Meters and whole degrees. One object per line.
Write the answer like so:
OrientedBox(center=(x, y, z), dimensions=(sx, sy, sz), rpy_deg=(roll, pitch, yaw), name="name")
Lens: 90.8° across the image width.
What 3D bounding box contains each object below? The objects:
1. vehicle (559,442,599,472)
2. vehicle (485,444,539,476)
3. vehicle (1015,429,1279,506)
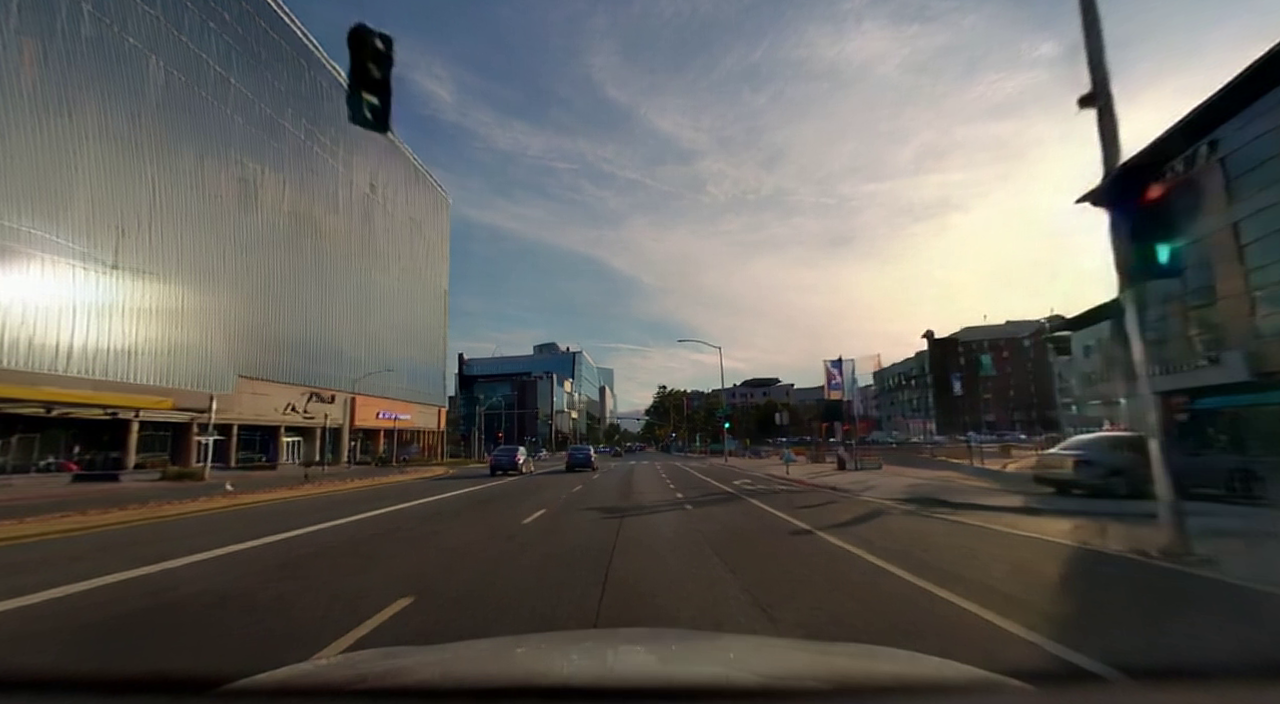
OrientedBox(center=(-3.747, 6.535, 39.364), dimensions=(2.052, 1.729, 4.195), rpy_deg=(0, -9, 1), name="vehicle")
OrientedBox(center=(-6.831, 5.780, 34.087), dimensions=(1.909, 1.605, 4.561), rpy_deg=(0, -9, 1), name="vehicle")
OrientedBox(center=(11.265, 2.531, 14.029), dimensions=(4.513, 1.541, 1.948), rpy_deg=(-1, -9, 6), name="vehicle")
